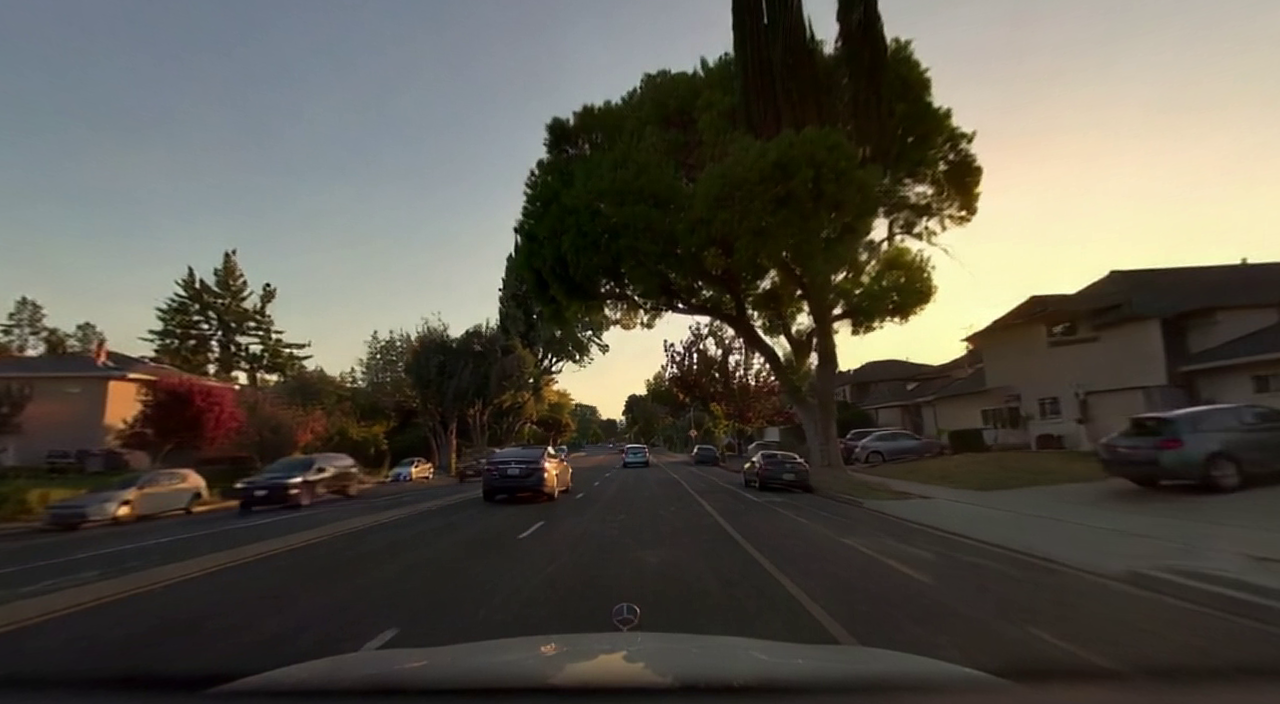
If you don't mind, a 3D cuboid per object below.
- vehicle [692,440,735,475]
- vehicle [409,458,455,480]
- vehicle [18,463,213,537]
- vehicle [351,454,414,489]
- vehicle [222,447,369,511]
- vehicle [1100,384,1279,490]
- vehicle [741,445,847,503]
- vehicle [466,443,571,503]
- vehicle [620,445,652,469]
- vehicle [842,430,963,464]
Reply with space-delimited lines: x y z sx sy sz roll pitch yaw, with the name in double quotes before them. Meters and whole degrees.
"vehicle" 4.110 5.950 35.857 1.943 1.788 4.462 0 -9 1
"vehicle" -14.741 8.288 44.939 1.626 1.439 3.682 -1 -8 7
"vehicle" -14.731 4.128 18.201 1.998 1.498 4.668 -5 -8 -5
"vehicle" -14.706 6.830 36.268 1.945 1.613 3.983 -6 -8 -1
"vehicle" -10.279 3.784 19.345 1.937 1.701 4.438 0 -9 1
"vehicle" 11.429 1.553 11.541 4.540 1.742 1.885 0 -9 -2
"vehicle" 4.321 3.481 18.527 1.944 1.470 4.530 0 -9 0
"vehicle" -3.292 3.362 18.092 2.027 1.477 4.413 0 -9 1
"vehicle" -0.285 7.194 43.454 2.088 1.495 4.048 0 -8 0
"vehicle" 11.662 4.263 28.302 4.537 1.465 1.923 0 -9 3
